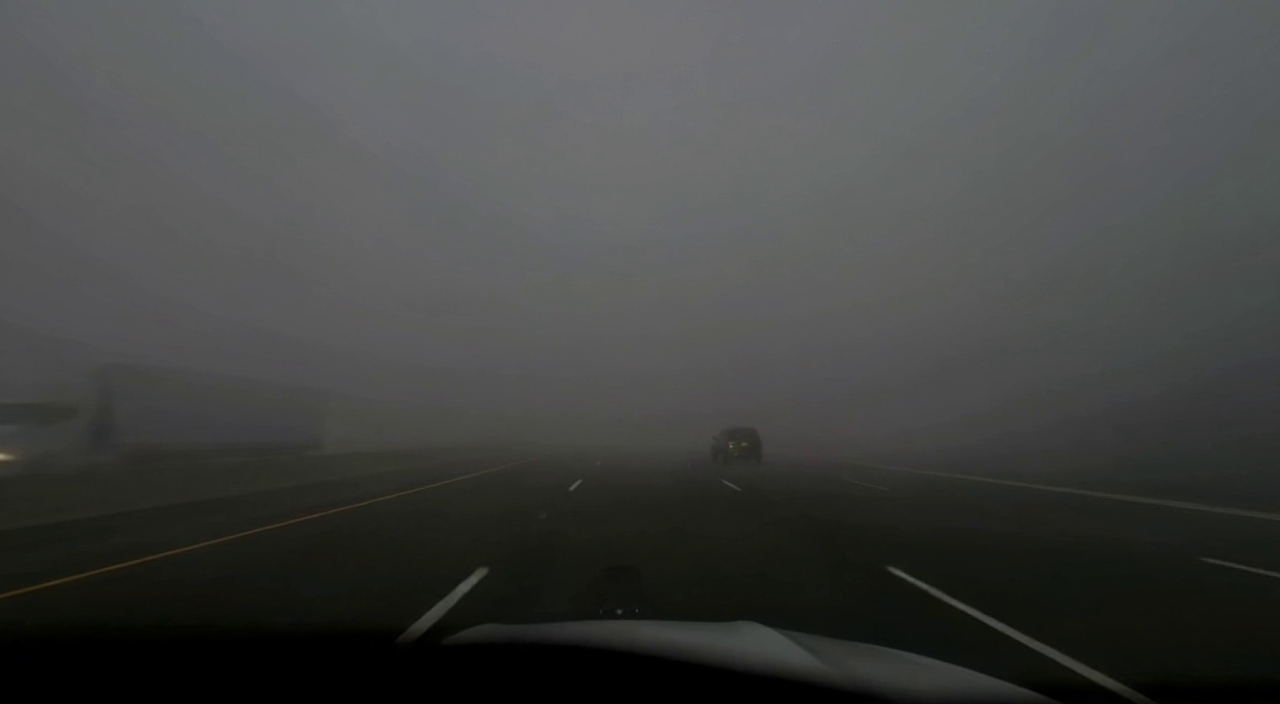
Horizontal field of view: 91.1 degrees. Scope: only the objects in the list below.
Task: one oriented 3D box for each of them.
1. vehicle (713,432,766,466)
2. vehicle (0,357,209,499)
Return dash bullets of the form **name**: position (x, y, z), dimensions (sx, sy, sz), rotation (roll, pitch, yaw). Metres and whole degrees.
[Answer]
- **vehicle**: position (4.586, 4.526, 29.584), dimensions (1.802, 1.492, 3.804), rotation (0, -8, -1)
- **vehicle**: position (-18.122, 2.446, 20.354), dimensions (3.380, 3.797, 6.784), rotation (1, -7, -1)
